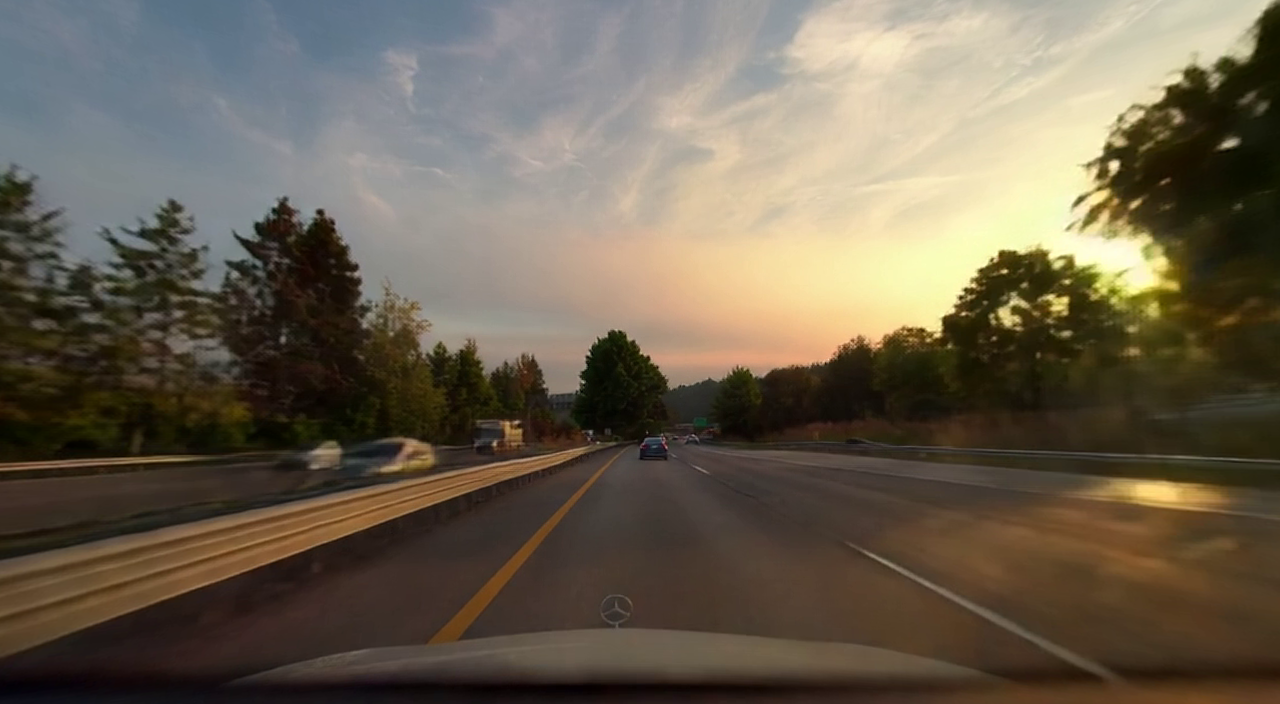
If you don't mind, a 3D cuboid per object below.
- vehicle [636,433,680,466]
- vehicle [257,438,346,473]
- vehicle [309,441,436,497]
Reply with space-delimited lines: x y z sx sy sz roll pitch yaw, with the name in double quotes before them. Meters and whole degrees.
"vehicle" 0.824 4.817 31.393 2.046 1.526 3.903 0 -8 0
"vehicle" -15.620 4.763 29.339 1.874 1.504 4.139 0 -8 0
"vehicle" -7.879 3.433 19.053 1.968 1.481 4.273 0 -8 0
